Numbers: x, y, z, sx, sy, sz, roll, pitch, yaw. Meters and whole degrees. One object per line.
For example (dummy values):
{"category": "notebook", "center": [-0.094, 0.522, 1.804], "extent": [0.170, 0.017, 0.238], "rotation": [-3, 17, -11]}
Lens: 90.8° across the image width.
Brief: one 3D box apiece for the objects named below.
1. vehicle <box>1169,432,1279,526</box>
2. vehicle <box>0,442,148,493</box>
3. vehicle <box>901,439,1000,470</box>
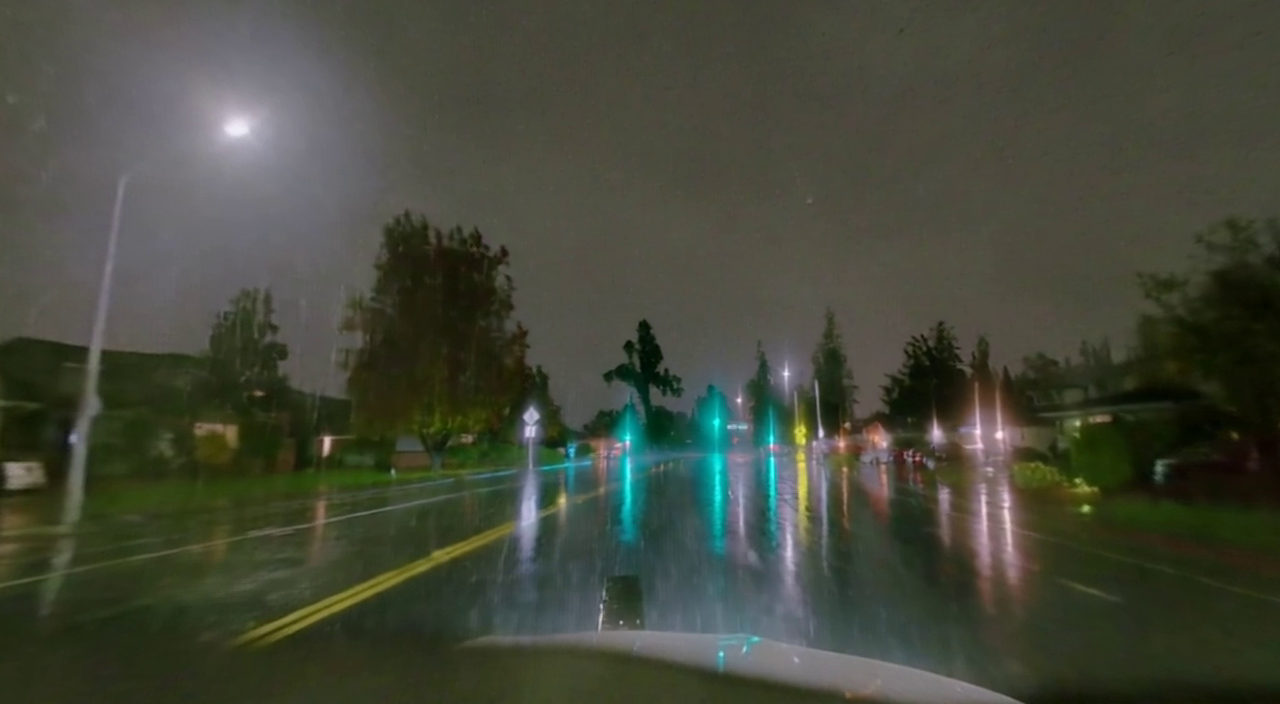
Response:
{"category": "vehicle", "center": [14.886, 2.707, 13.666], "extent": [4.691, 1.872, 2.147], "rotation": [-1, -9, 6]}
{"category": "vehicle", "center": [-19.169, 3.763, 21.029], "extent": [1.786, 1.500, 4.021], "rotation": [-2, -9, 13]}
{"category": "vehicle", "center": [18.849, 6.230, 38.557], "extent": [4.854, 1.803, 2.179], "rotation": [0, -9, 2]}
